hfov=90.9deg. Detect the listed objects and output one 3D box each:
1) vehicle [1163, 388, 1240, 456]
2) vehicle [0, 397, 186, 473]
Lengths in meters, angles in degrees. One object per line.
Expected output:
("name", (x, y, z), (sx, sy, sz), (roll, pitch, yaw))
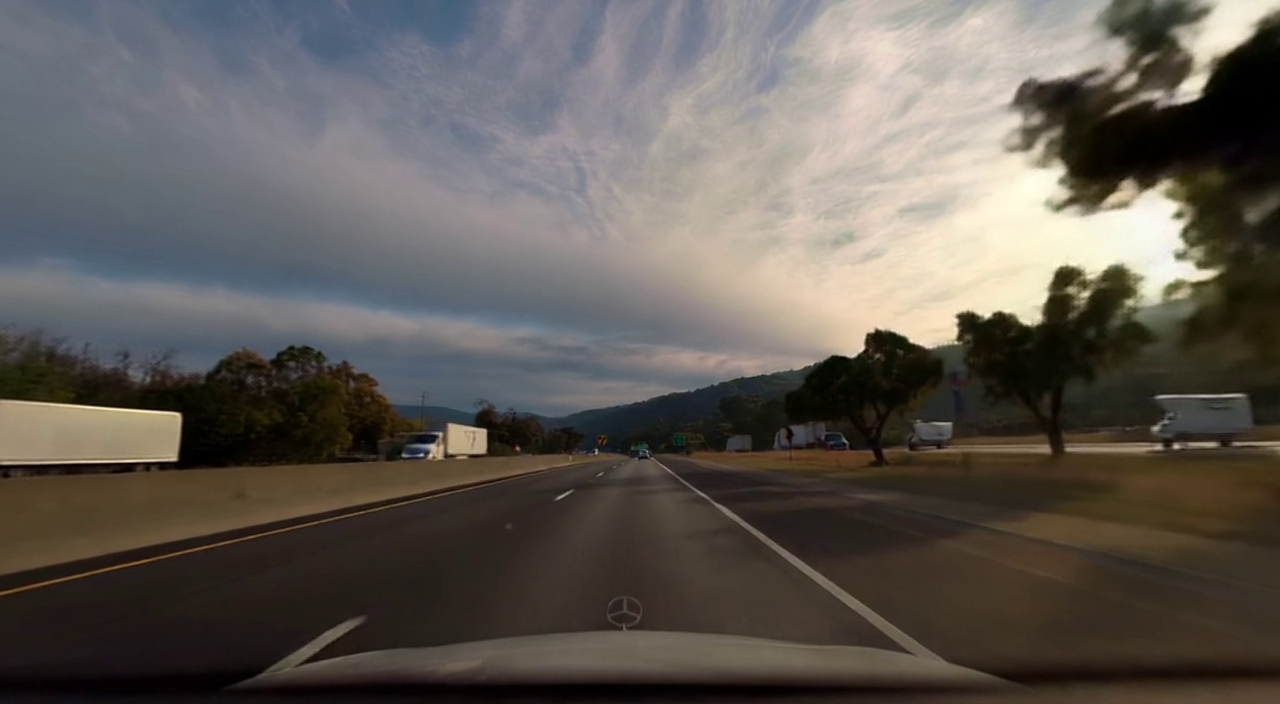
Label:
("vehicle", (37.522, 4.882, 41.865), (2.837, 3.906, 12.616), (-9, -12, 43))
("vehicle", (-38.509, 5.757, 42.572), (3.133, 4.363, 16.928), (0, -9, 0))
